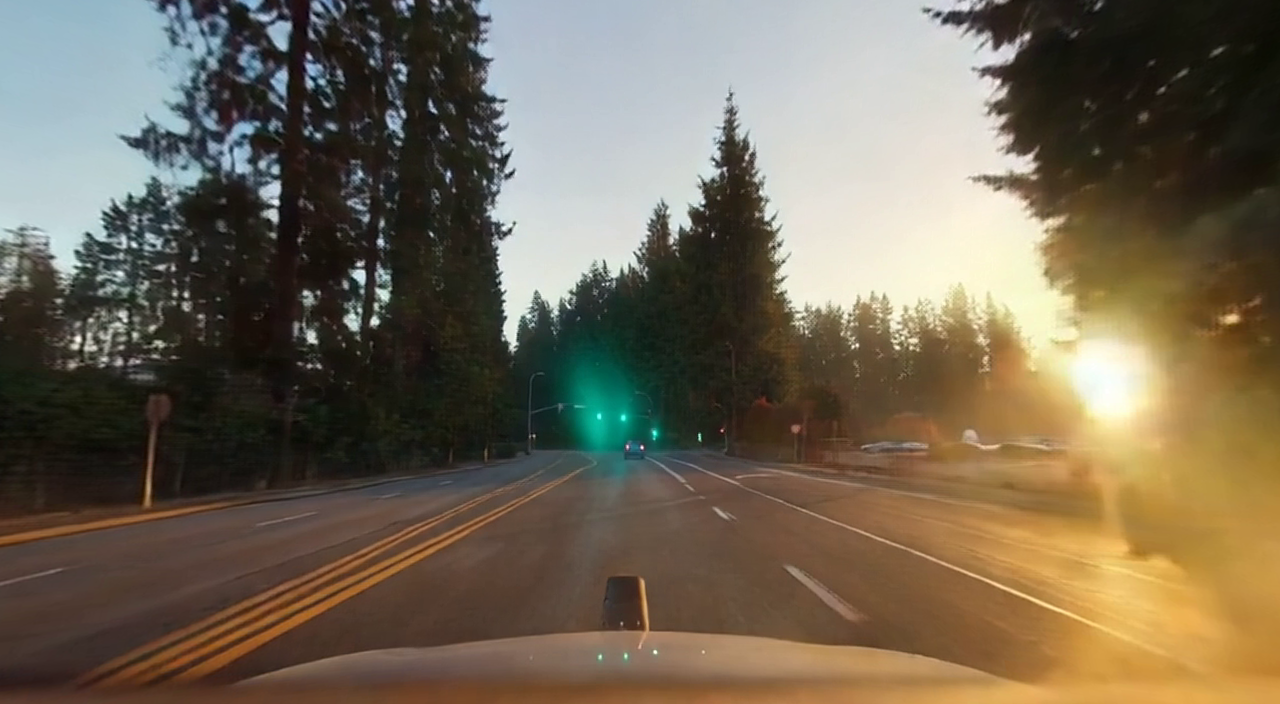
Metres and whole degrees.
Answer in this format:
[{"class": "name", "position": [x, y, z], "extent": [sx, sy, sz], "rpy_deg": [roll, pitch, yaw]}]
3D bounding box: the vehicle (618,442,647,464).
[{"class": "vehicle", "position": [-0.567, 7.397, 46.297], "extent": [2.042, 1.489, 3.963], "rpy_deg": [0, -9, -1]}]
